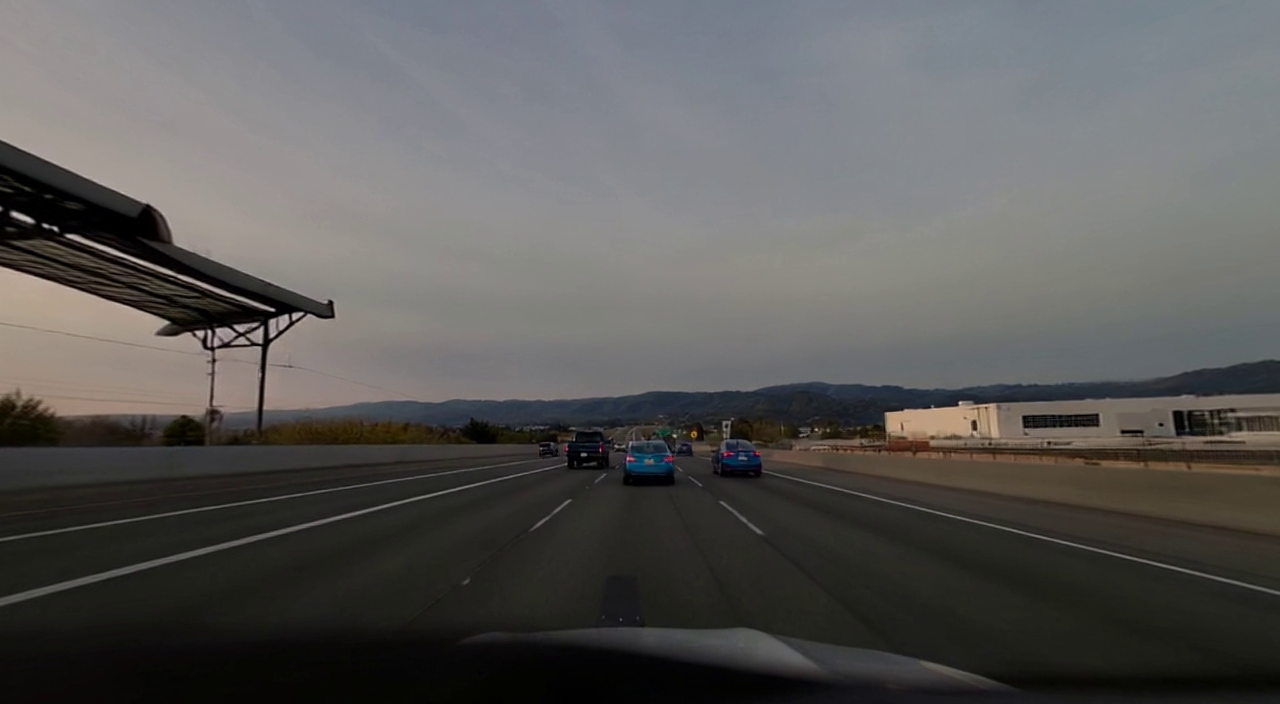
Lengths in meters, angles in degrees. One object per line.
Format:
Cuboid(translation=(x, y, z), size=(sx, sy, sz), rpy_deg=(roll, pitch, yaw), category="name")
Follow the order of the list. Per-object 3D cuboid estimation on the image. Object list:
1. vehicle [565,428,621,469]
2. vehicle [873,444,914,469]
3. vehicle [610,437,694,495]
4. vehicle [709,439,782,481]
Cuboid(translation=(-2.663, 5.790, 37.893), size=(2.733, 2.230, 6.820), rpy_deg=(0, -8, 1), category="vehicle")
Cuboid(translation=(16.417, 6.766, 40.935), size=(1.778, 1.564, 3.906), rpy_deg=(-1, -9, 12), category="vehicle")
Cuboid(translation=(0.303, 3.261, 18.417), size=(2.171, 1.493, 4.081), rpy_deg=(0, -8, 0), category="vehicle")
Cuboid(translation=(4.053, 4.238, 25.067), size=(2.023, 1.510, 4.773), rpy_deg=(0, -8, 0), category="vehicle")
